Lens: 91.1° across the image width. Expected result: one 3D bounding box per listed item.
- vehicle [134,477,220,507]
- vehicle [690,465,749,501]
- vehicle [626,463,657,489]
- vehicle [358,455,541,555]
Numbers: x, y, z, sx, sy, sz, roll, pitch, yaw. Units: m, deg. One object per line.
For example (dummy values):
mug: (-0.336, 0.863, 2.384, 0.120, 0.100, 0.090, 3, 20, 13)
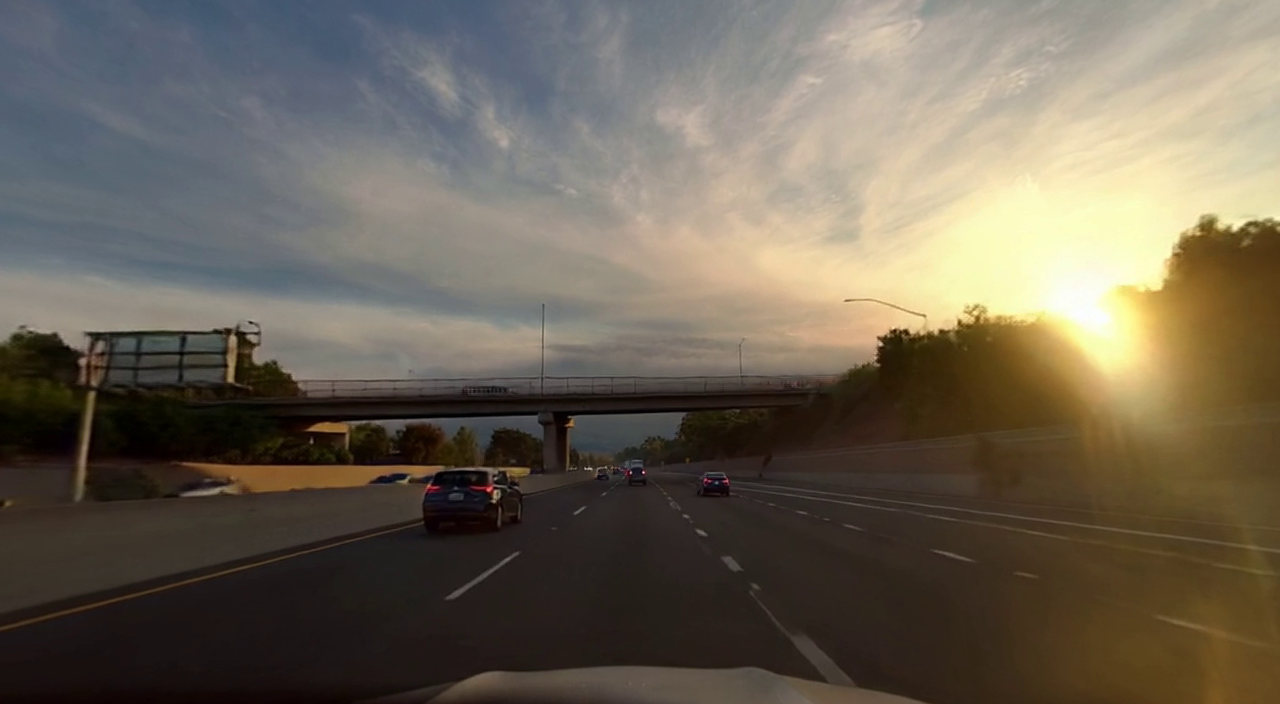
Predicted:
vehicle: (-25.755, 7.784, 35.105, 1.784, 1.459, 3.728, 0, -10, 2)
vehicle: (3.615, 6.055, 29.291, 2.092, 1.518, 4.348, 1, -10, -1)
vehicle: (0.122, 8.925, 45.338, 2.181, 1.698, 4.056, 1, -10, 0)
vehicle: (-3.331, 2.801, 12.054, 2.099, 1.516, 4.308, 1, -10, 1)
